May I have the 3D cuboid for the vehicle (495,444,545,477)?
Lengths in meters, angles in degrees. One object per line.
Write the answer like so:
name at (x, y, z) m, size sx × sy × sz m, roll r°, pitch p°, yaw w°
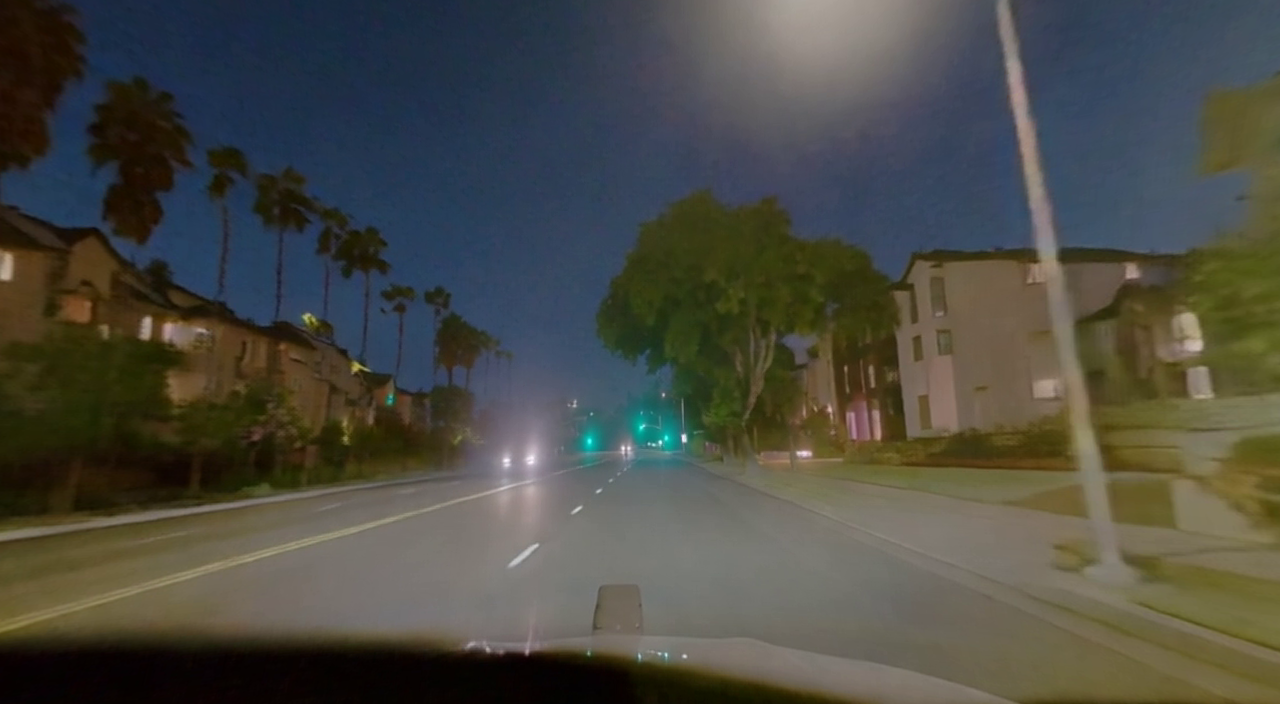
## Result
vehicle at (-7.024, 6.374, 37.453) m, size 1.992 × 1.802 × 4.602 m, roll 0°, pitch -8°, yaw 1°
